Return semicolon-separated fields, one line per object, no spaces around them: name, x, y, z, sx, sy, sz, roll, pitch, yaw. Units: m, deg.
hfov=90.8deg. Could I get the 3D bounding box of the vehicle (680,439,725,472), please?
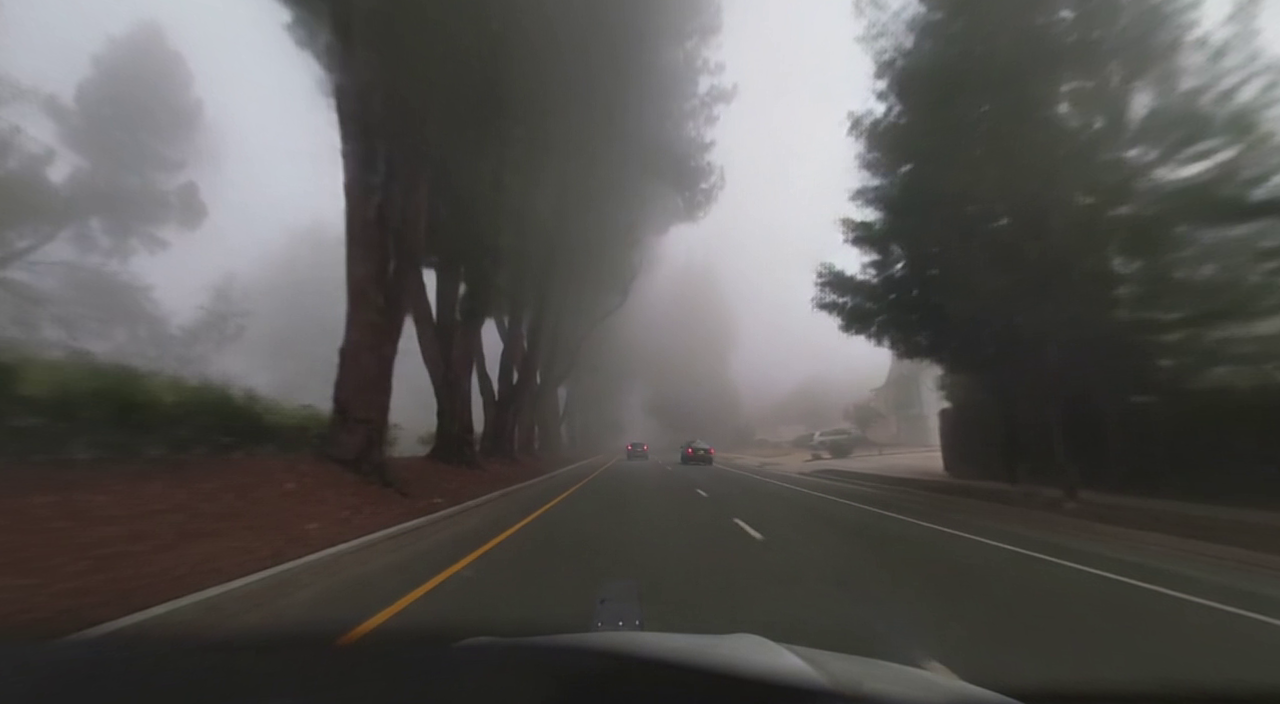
vehicle;3.332;5.601;34.386;1.888;1.640;4.044;0;-8;-2
